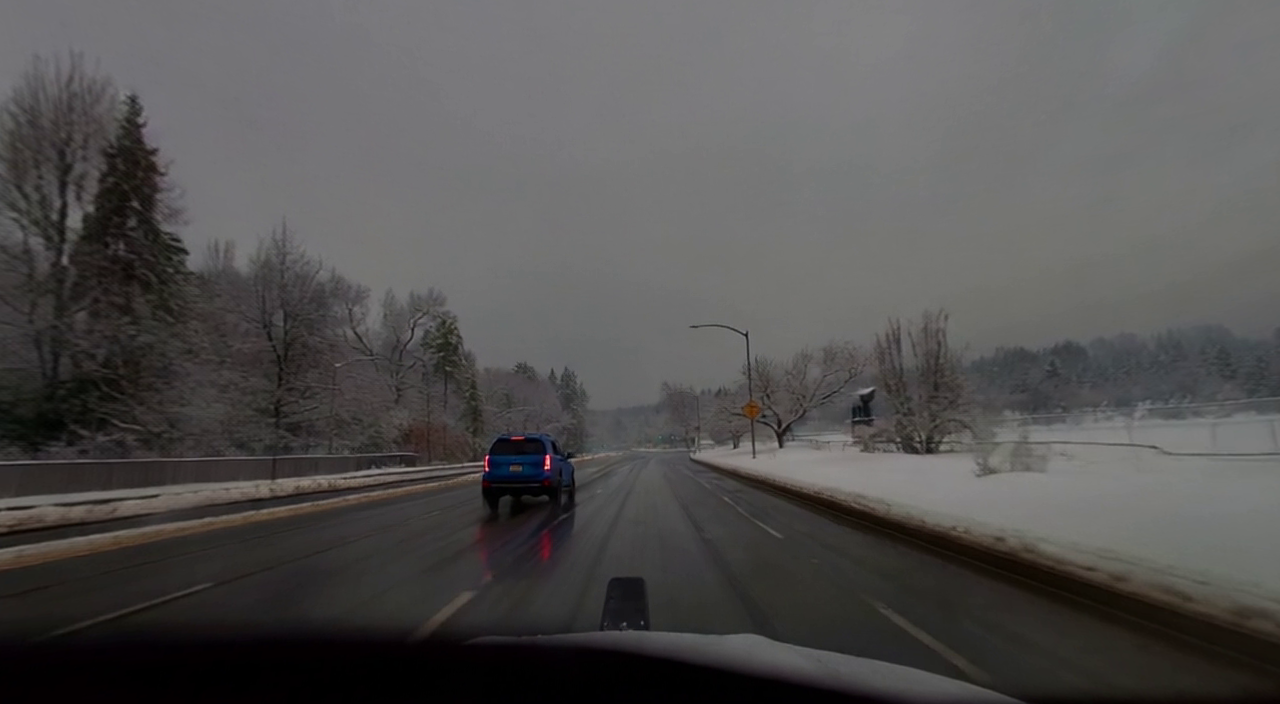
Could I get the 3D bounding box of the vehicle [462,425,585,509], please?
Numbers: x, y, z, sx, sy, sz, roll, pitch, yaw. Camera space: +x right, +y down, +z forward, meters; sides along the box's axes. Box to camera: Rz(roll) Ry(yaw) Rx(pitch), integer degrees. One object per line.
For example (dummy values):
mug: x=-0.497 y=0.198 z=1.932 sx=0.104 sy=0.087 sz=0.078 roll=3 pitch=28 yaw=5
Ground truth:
vehicle: x=-2.833 y=2.932 z=16.557 sx=2.160 sy=1.855 sz=4.695 roll=0 pitch=-8 yaw=2
